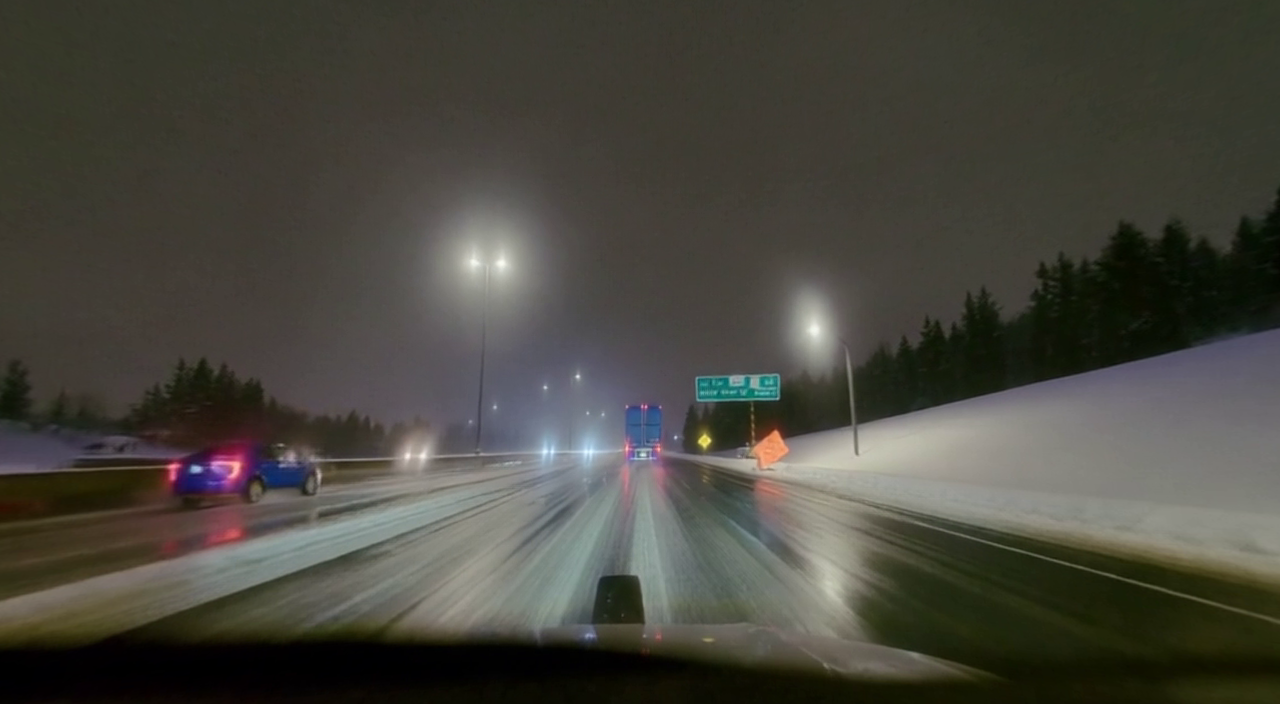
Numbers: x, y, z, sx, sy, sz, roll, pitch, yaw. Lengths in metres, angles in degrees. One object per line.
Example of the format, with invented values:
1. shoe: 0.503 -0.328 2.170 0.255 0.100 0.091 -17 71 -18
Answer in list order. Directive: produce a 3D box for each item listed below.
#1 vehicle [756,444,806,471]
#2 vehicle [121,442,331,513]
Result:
1. vehicle: 9.685 7.288 43.655 2.065 1.698 4.882 0 -9 -3
2. vehicle: -10.385 3.157 16.450 2.096 1.538 4.998 0 -9 0
